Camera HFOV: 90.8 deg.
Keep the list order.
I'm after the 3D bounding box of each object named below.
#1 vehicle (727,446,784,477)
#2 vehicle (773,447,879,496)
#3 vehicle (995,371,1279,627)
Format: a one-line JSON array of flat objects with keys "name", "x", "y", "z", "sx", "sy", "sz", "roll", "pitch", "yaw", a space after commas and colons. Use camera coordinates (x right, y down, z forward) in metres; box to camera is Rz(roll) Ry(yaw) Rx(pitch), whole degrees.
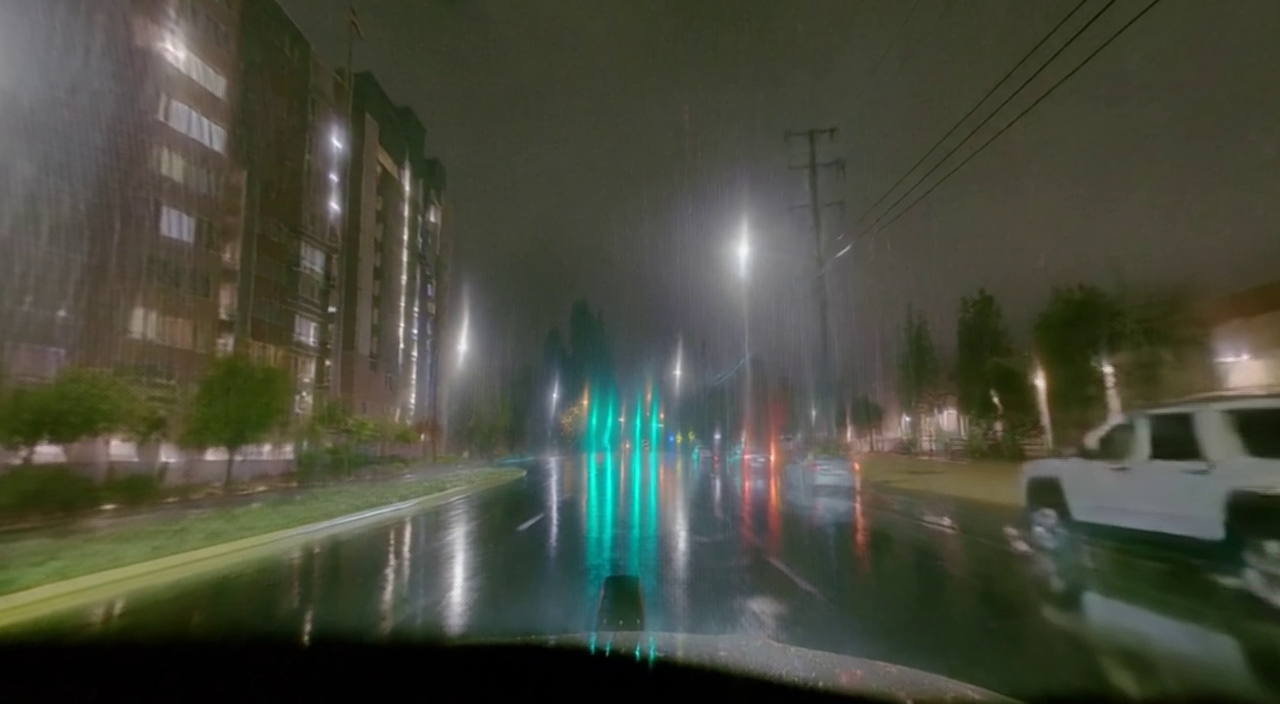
[{"name": "vehicle", "x": 6.047, "y": 5.753, "z": 33.605, "sx": 1.944, "sy": 1.478, "sz": 4.885, "roll": 0, "pitch": -9, "yaw": -2}, {"name": "vehicle", "x": 6.114, "y": 3.967, "z": 21.495, "sx": 2.013, "sy": 1.408, "sz": 5.011, "roll": 0, "pitch": -9, "yaw": -1}, {"name": "vehicle", "x": 6.354, "y": 1.358, "z": 6.269, "sx": 2.267, "sy": 2.037, "sz": 6.240, "roll": -1, "pitch": -9, "yaw": 3}]
